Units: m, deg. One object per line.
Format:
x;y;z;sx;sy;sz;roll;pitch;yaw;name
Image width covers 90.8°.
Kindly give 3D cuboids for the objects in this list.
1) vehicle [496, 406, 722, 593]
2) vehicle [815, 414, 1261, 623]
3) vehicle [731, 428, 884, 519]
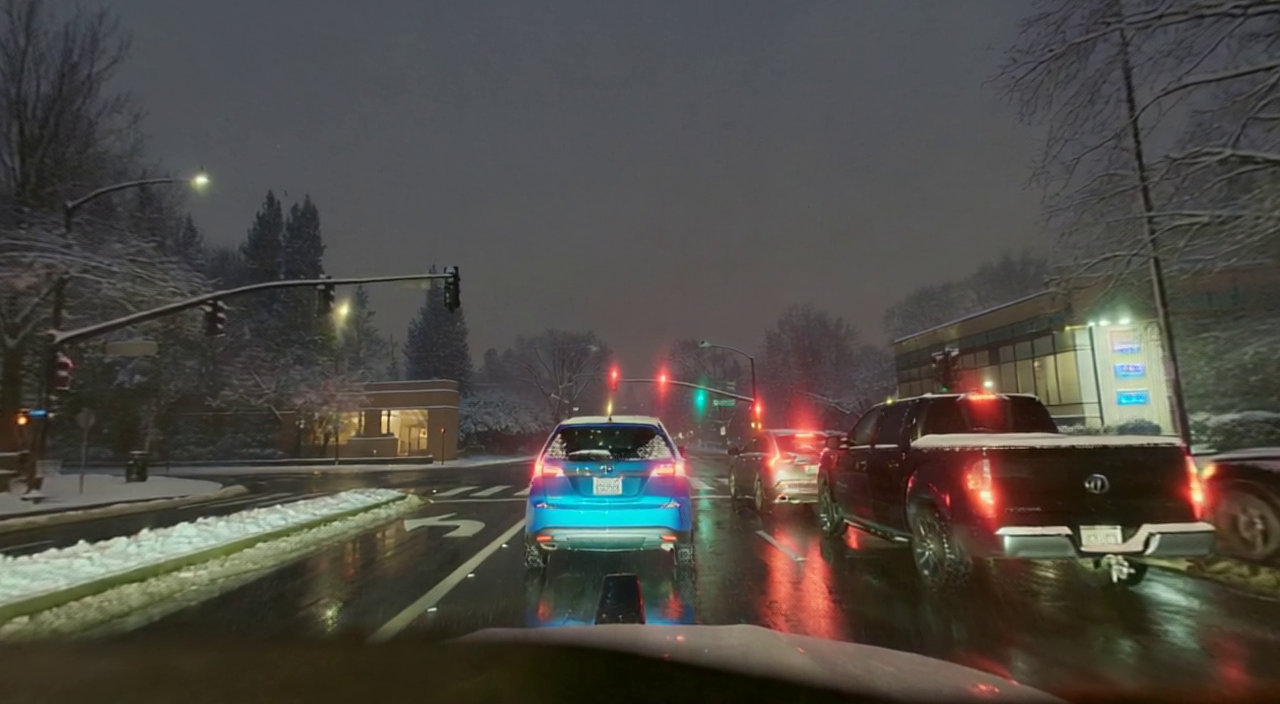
-0.278;1.615;7.637;2.037;1.674;3.693;0;-9;0;vehicle
3.639;1.592;7.096;1.955;1.550;4.587;0;-9;-1;vehicle
3.376;2.533;13.692;2.031;1.626;4.264;0;-9;-1;vehicle
